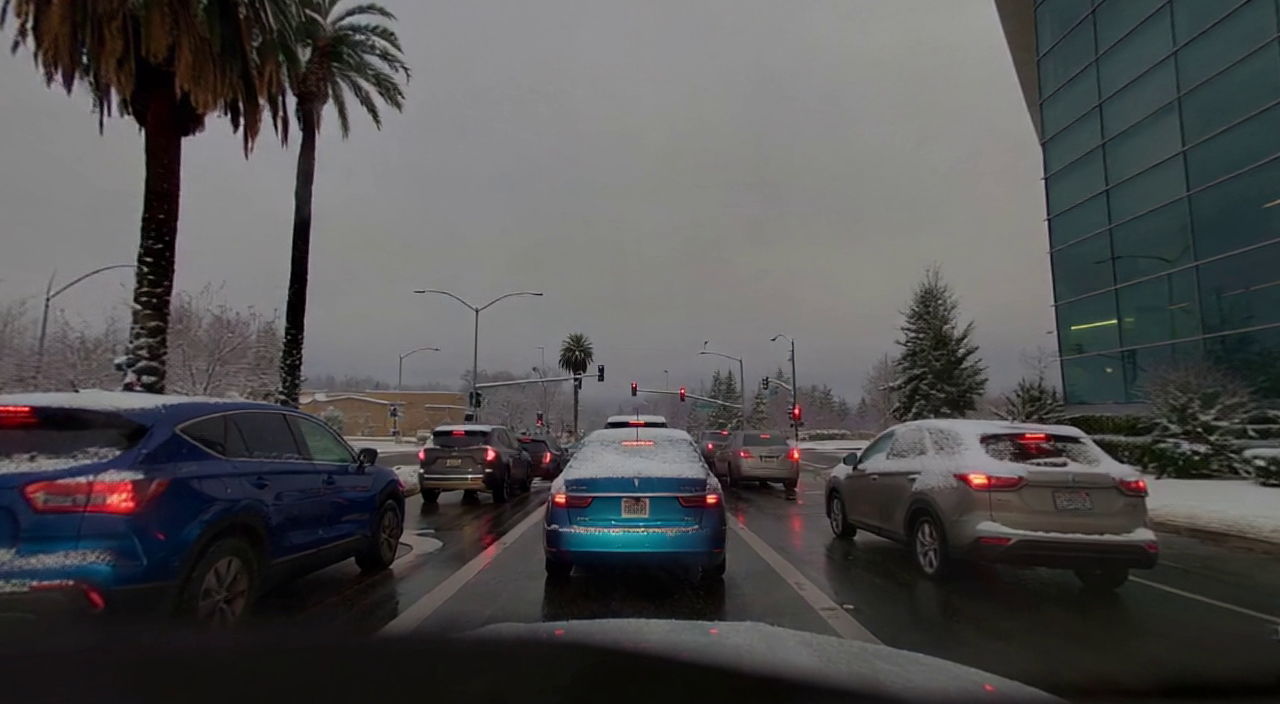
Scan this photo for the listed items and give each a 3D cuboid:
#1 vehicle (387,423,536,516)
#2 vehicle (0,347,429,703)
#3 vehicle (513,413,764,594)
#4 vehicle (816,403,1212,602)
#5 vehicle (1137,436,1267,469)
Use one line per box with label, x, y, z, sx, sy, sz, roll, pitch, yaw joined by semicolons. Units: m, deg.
vehicle;-3.467;2.357;13.077;1.917;1.631;3.768;0;-8;1
vehicle;-3.542;1.173;5.354;2.014;1.775;4.404;0;-8;-1
vehicle;-0.055;1.663;7.819;2.219;1.586;4.321;0;-8;-1
vehicle;3.835;1.618;7.688;2.064;1.696;4.431;0;-8;0
vehicle;25.446;4.546;28.654;4.014;1.417;1.777;-1;-8;5
